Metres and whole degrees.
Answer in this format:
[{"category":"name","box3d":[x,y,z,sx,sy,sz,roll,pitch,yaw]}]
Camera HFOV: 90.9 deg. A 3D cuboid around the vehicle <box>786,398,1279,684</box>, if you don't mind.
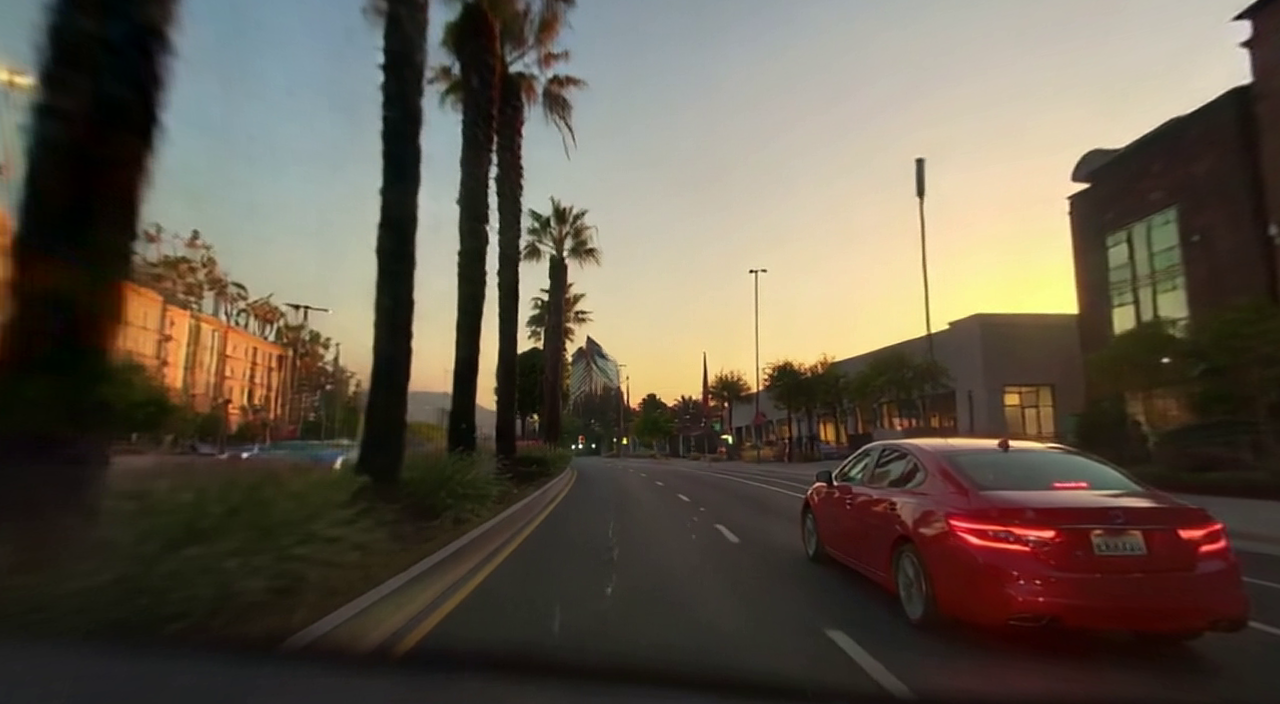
[{"category":"vehicle","box3d":[2.806,1.354,5.694,1.867,1.554,4.301,0,-8,-1]}]
